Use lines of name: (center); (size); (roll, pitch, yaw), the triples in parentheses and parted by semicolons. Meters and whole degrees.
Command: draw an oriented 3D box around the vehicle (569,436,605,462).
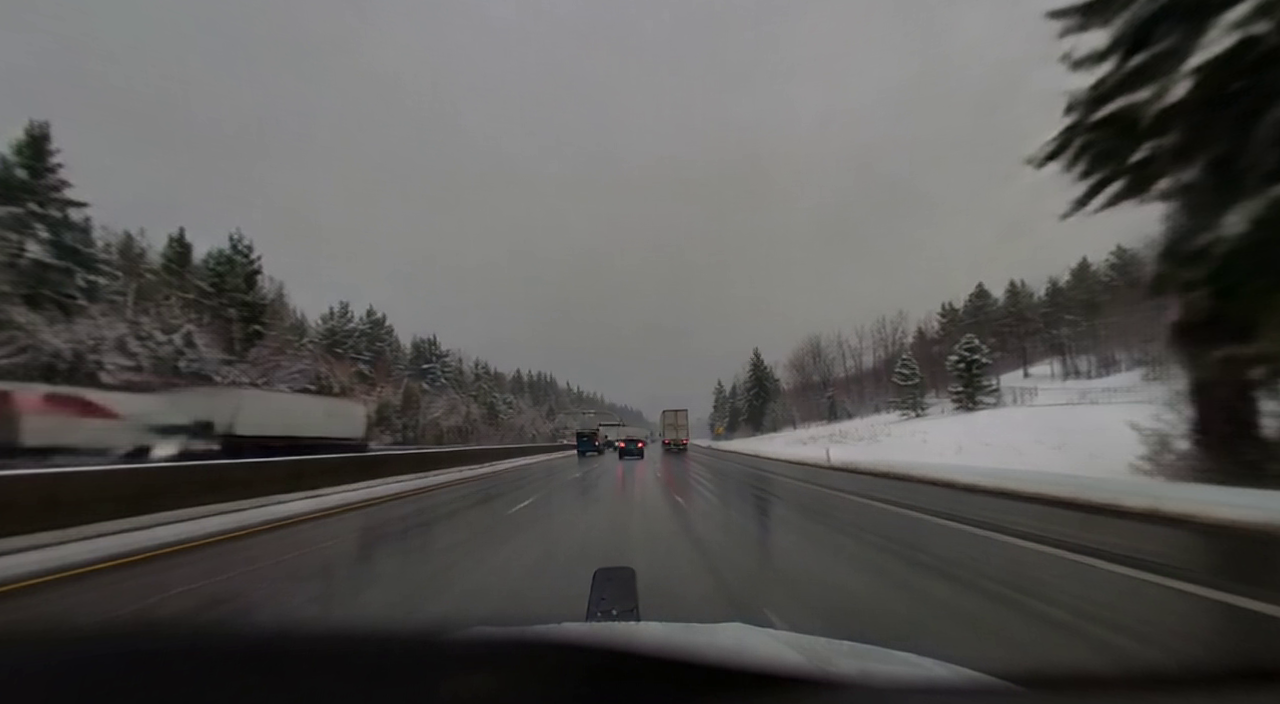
vehicle: (-3.700, 6.866, 44.680); (2.047, 1.757, 4.183); (-1, -8, 1)

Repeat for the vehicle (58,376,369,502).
vehicle: (-16.281, 3.710, 26.732); (3.029, 3.854, 14.437); (-1, -8, 1)

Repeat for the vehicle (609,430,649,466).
vehicle: (-0.620, 5.580, 36.737); (2.211, 1.933, 4.315); (-1, -8, -1)
